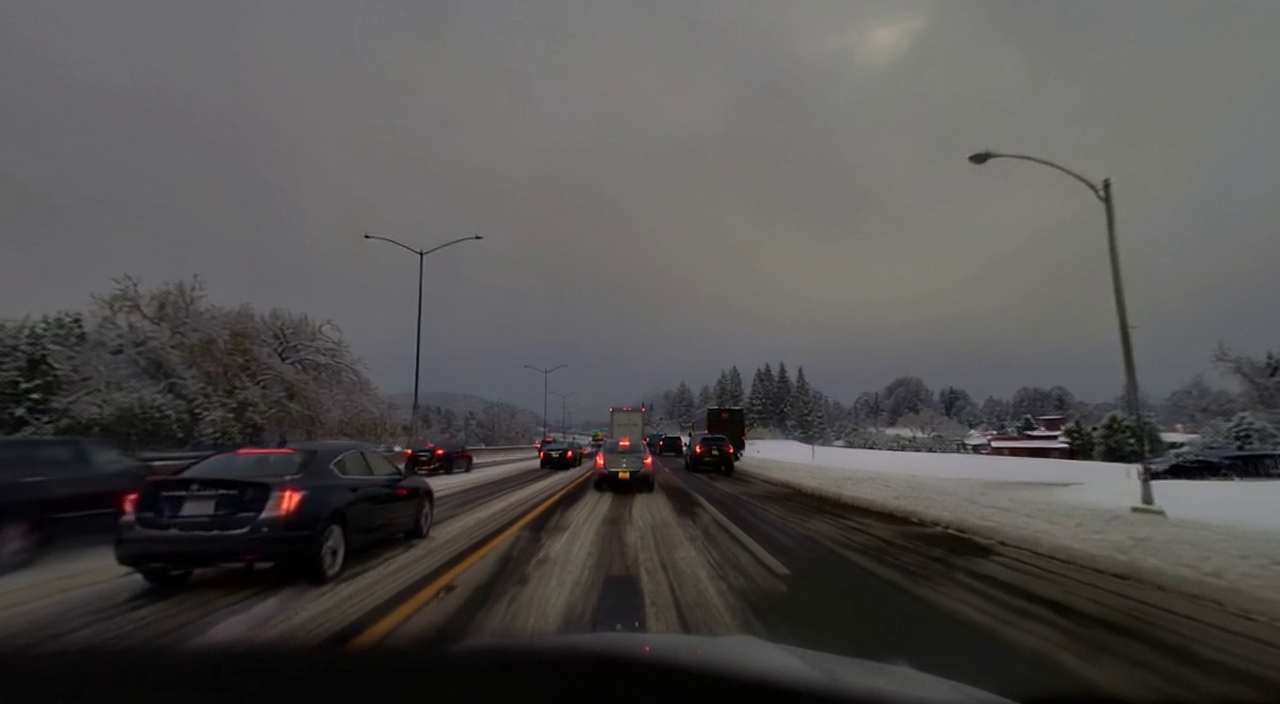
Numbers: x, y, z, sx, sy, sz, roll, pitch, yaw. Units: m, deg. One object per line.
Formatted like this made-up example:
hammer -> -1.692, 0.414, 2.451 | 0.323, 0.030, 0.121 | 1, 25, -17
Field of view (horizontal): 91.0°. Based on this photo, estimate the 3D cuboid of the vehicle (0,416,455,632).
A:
vehicle -> -3.677, 1.518, 6.658 | 2.064, 1.475, 4.489 | 0, -8, 0

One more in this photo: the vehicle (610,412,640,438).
vehicle -> -1.174, 5.679, 48.484 | 2.206, 1.803, 4.569 | 0, -8, -1

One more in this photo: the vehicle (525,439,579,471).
vehicle -> -4.149, 4.944, 30.385 | 1.998, 1.423, 4.436 | 0, -8, -1

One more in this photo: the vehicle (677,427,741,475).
vehicle -> 2.891, 4.269, 27.382 | 2.173, 1.870, 4.499 | 0, -8, -1

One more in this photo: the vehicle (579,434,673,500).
vehicle -> -0.319, 2.886, 16.218 | 2.136, 1.470, 3.971 | 0, -8, 0
